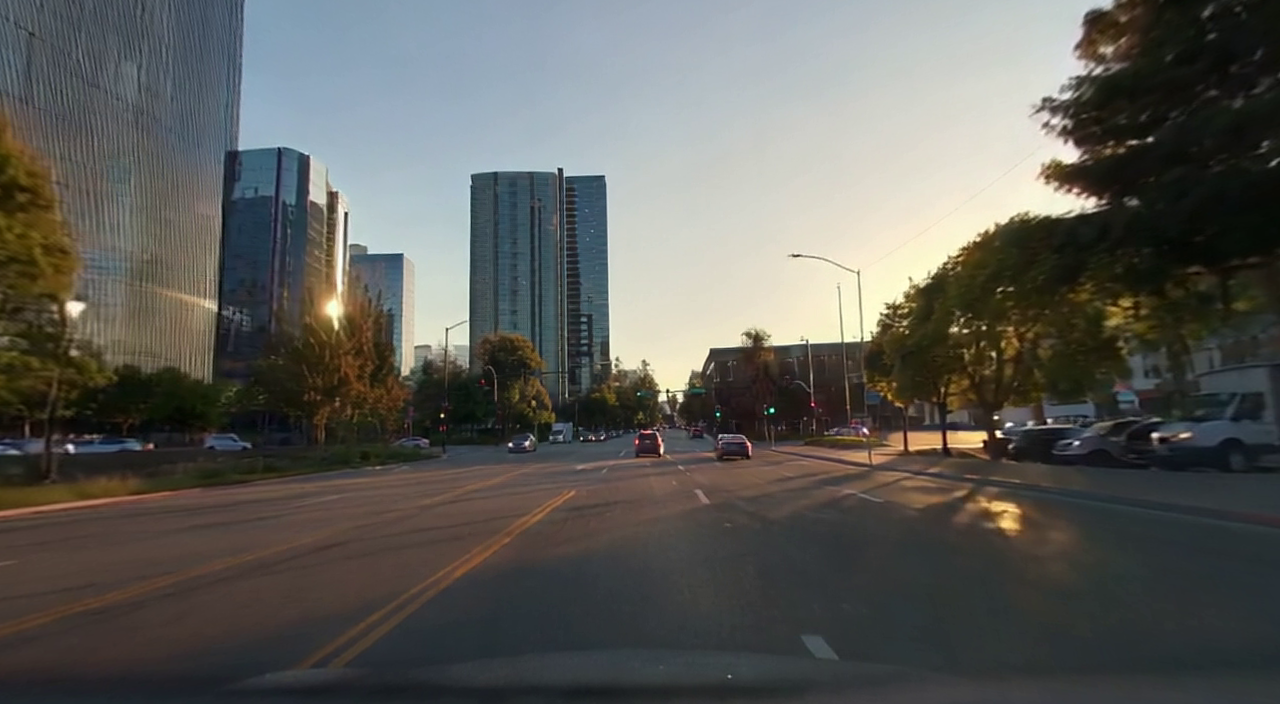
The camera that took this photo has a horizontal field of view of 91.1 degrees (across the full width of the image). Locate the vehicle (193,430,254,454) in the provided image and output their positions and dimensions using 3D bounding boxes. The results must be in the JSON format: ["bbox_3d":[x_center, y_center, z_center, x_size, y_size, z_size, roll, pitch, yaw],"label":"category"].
[{"bbox_3d":[-31.644,6.918,47.818,1.871,1.703,4.093,-1,-9,-1],"label":"vehicle"}]

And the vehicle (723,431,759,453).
[{"bbox_3d":[7.215,6.524,45.359,1.896,1.463,4.296,0,-8,0],"label":"vehicle"}]

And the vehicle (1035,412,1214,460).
[{"bbox_3d":[18.262,3.203,23.899,4.927,1.679,2.198,-1,-7,2],"label":"vehicle"}]

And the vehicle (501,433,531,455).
[{"bbox_3d":[-9.761,7.225,49.304,2.016,1.677,4.147,2,-9,-15],"label":"vehicle"}]

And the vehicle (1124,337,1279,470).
[{"bbox_3d":[18.933,1.468,17.858,7.796,3.467,2.793,-1,-7,0],"label":"vehicle"}]
